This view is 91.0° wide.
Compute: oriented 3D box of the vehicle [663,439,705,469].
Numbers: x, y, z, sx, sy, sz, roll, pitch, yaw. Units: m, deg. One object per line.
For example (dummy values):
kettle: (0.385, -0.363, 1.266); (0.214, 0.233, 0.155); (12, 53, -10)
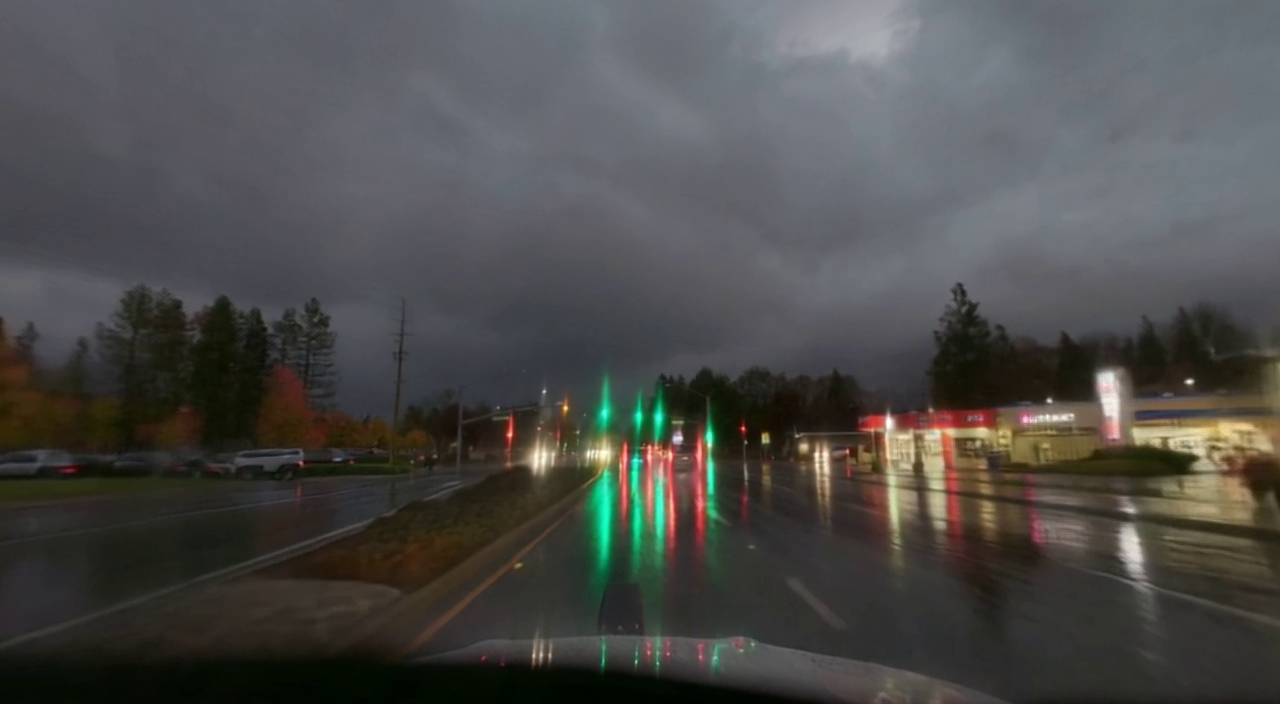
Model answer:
vehicle: (3.231, 7.704, 47.655); (2.731, 2.101, 6.047); (0, -9, 0)

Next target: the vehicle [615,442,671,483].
vehicle: (0.100, 4.605, 26.475); (2.145, 1.572, 4.021); (0, -9, -1)

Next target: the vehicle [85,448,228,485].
vehicle: (-27.099, 6.424, 35.578); (6.027, 1.805, 2.010); (3, -11, -26)
